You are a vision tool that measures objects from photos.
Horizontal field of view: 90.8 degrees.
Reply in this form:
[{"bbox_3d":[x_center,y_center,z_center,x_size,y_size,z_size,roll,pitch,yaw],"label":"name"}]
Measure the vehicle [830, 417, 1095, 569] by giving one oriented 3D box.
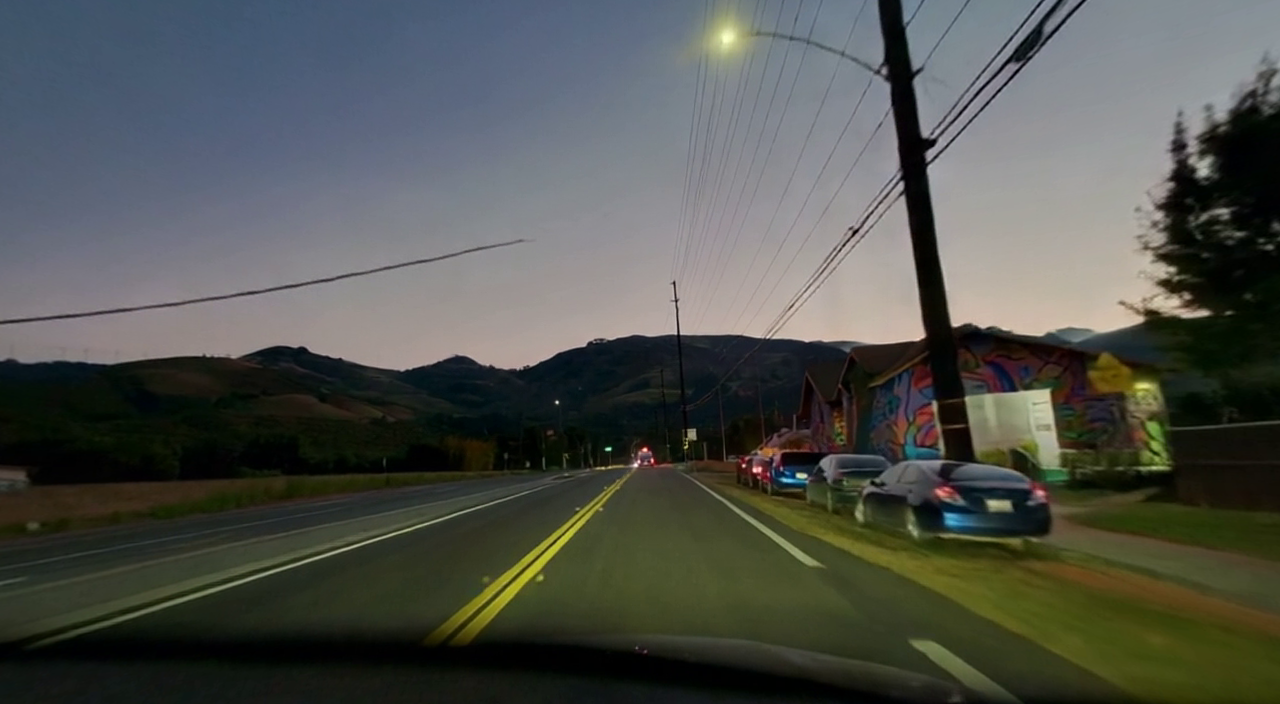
[{"bbox_3d":[5.239,2.413,11.219,2.072,1.889,4.468,-6,-11,-2],"label":"vehicle"}]
